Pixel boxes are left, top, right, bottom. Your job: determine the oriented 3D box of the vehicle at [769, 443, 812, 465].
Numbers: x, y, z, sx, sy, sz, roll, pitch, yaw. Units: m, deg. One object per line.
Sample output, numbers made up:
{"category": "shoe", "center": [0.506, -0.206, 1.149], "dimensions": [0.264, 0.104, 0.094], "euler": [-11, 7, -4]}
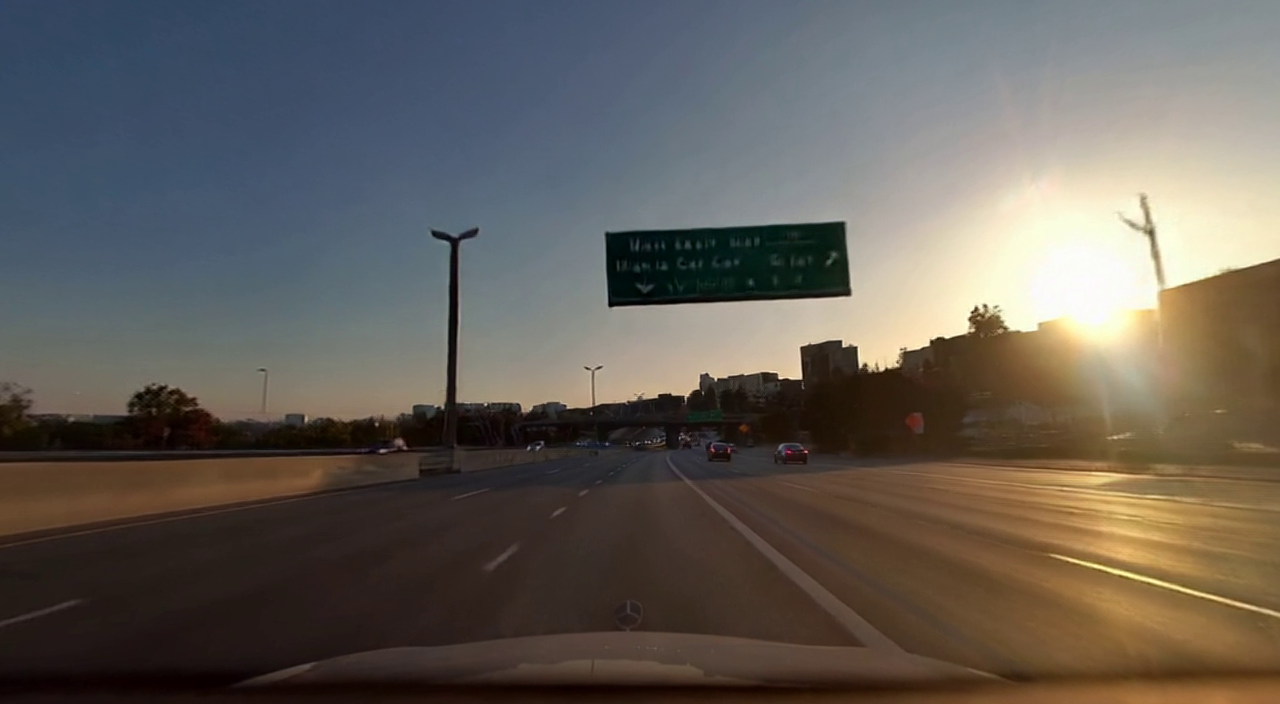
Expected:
{"category": "vehicle", "center": [11.003, 7.521, 46.500], "dimensions": [2.000, 1.514, 4.585], "euler": [0, -9, 0]}
